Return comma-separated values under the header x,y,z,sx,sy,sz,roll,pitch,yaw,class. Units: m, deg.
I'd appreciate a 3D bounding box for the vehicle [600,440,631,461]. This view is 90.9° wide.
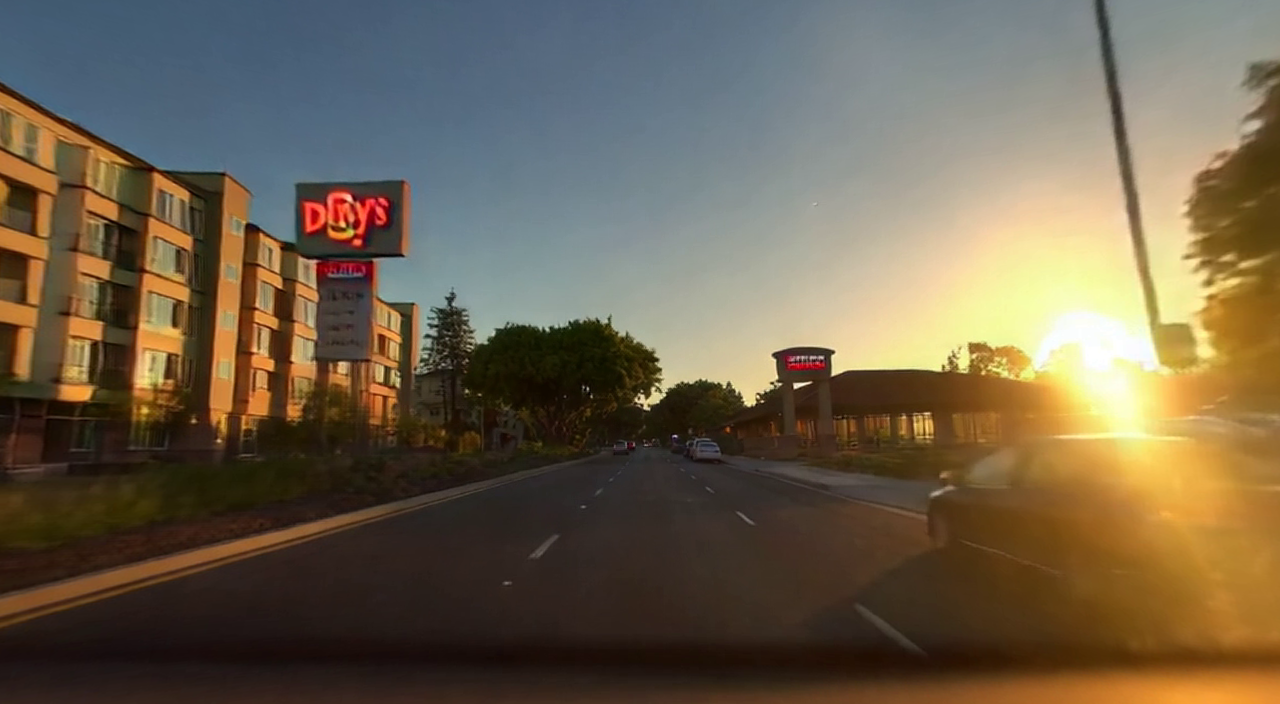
x,y,z,sx,sy,sz,roll,pitch,yaw,class
-1.884,7.773,49.754,2.176,1.543,4.335,0,-8,2,vehicle

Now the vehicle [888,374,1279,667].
x,y,z,sx,sy,sz,roll,pitch,yaw,class
4.353,1.334,6.151,2.067,1.755,4.616,0,-8,2,vehicle

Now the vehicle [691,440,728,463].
x,y,z,sx,sy,sz,roll,pitch,yaw,class
4.828,7.000,44.567,2.085,1.509,5.134,0,-8,1,vehicle
